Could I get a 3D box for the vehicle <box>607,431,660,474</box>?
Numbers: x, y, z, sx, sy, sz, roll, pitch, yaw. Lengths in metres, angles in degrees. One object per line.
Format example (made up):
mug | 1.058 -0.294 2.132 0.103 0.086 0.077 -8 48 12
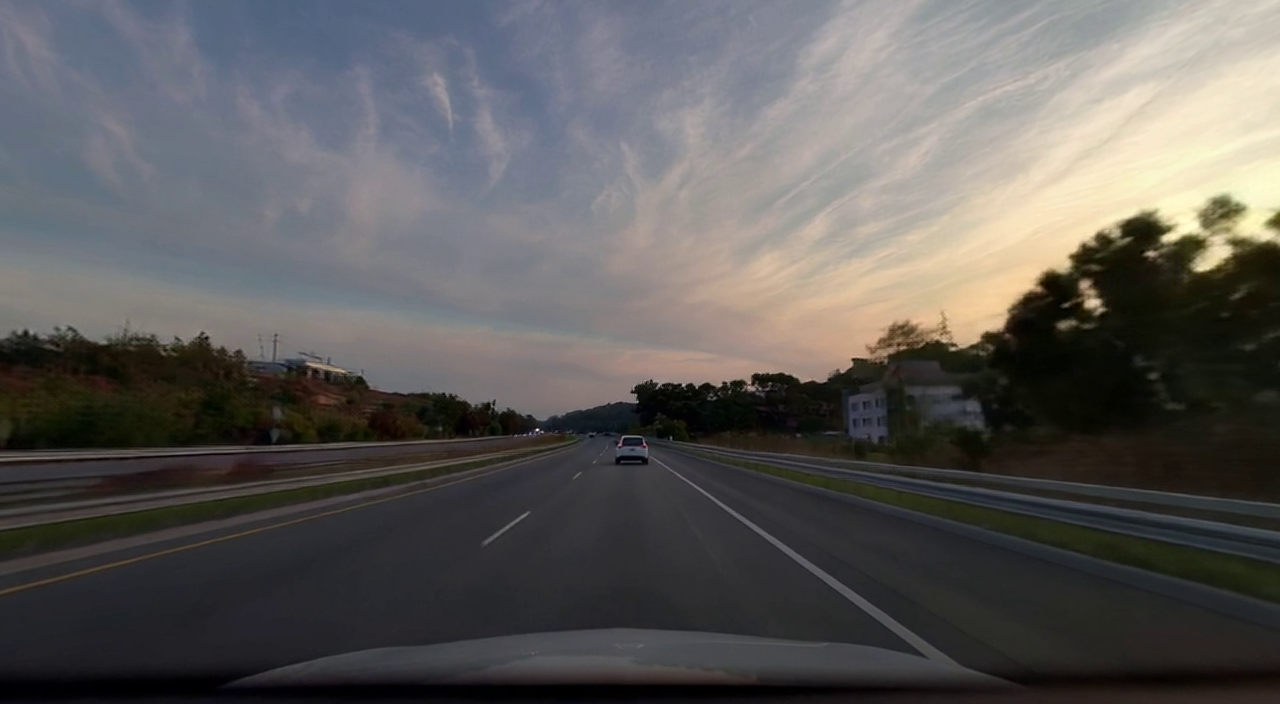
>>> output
vehicle | -0.290 4.105 25.929 2.020 1.633 3.942 0 -8 -1
